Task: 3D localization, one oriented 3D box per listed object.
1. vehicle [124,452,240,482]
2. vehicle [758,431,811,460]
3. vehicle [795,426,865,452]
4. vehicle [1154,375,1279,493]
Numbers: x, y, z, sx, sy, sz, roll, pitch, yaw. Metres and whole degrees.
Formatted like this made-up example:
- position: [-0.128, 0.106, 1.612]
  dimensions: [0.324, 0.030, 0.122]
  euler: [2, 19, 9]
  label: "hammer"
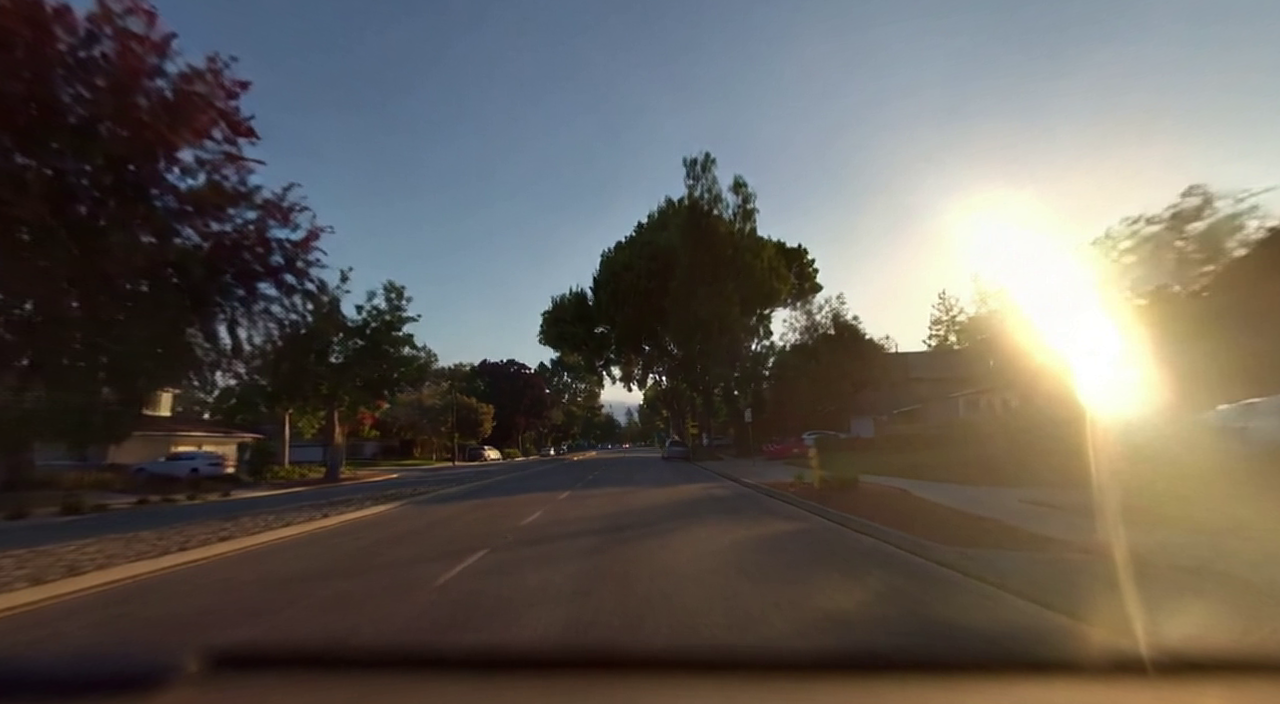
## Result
- position: [-24.061, 6.058, 33.327]
  dimensions: [4.595, 1.491, 1.902]
  euler: [0, -8, -1]
  label: "vehicle"
- position: [9.164, 5.957, 40.479]
  dimensions: [1.971, 1.641, 5.191]
  euler: [-4, -8, -2]
  label: "vehicle"
- position: [14.576, 6.723, 48.714]
  dimensions: [4.723, 1.883, 2.011]
  euler: [0, -8, -2]
  label: "vehicle"
- position: [11.275, 1.324, 10.068]
  dimensions: [4.426, 1.674, 2.091]
  euler: [1, -8, -5]
  label: "vehicle"
